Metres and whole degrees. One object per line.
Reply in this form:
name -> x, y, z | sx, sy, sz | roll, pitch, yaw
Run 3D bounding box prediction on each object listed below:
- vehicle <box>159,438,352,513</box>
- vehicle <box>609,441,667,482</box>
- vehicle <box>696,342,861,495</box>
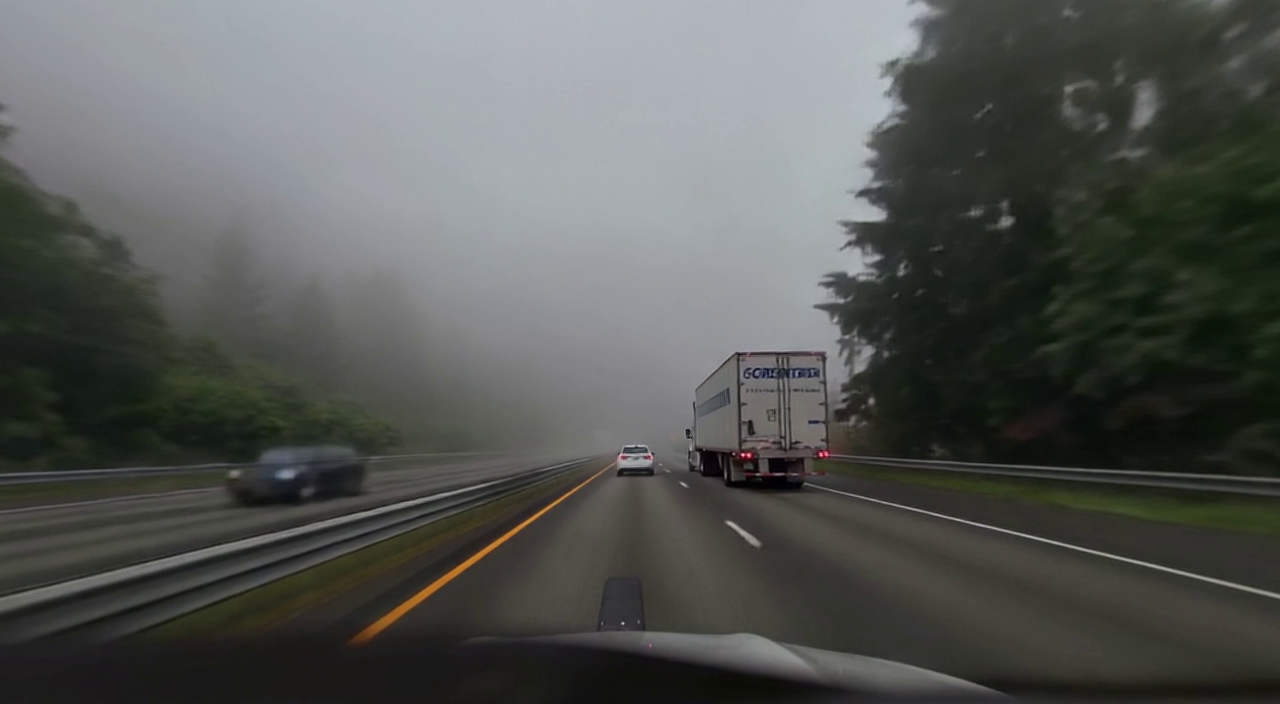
vehicle -> -9.142, 2.961, 15.571 | 1.930, 1.549, 4.485 | 0, -9, 0
vehicle -> -0.079, 4.241, 24.590 | 2.074, 1.475, 3.960 | 0, -9, 0
vehicle -> 4.298, 2.872, 24.012 | 2.909, 4.074, 14.457 | 0, -9, 0
